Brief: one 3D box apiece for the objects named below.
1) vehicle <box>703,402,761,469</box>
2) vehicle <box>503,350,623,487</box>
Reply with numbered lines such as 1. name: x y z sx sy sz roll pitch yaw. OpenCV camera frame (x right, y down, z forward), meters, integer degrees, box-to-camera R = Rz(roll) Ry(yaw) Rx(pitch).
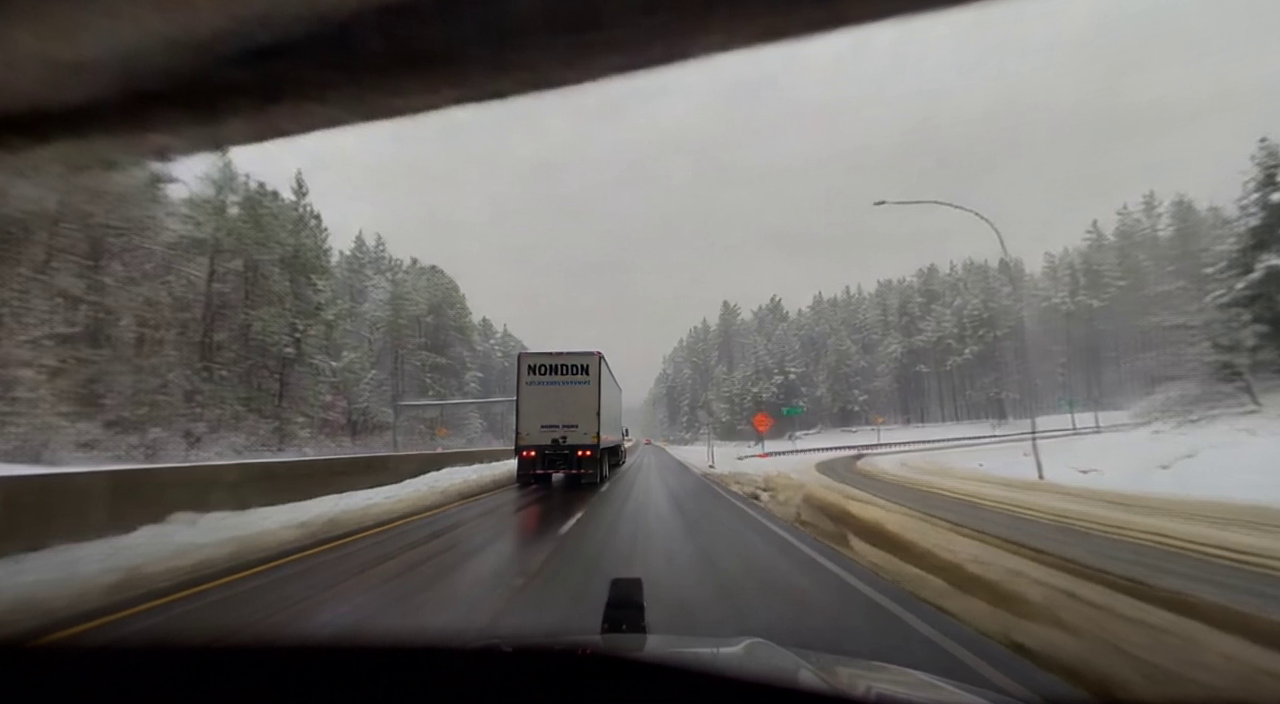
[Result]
1. vehicle: 5.070 4.680 35.323 2.928 3.571 3.032 -1 -8 3
2. vehicle: -2.489 3.139 26.993 2.873 4.060 16.327 0 -8 1
